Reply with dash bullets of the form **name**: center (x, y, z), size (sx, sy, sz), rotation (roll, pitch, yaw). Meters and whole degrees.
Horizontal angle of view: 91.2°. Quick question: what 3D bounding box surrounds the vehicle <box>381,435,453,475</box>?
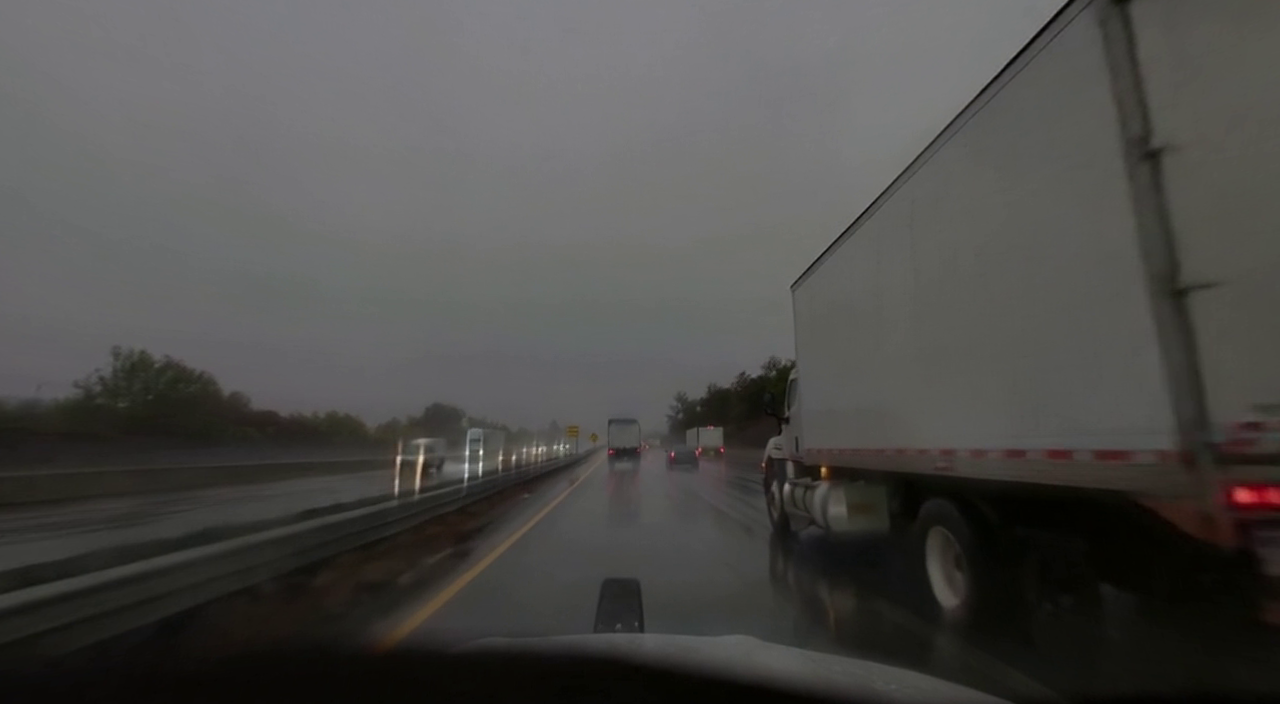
- **vehicle**: center (-14.019, 6.499, 39.802), size (2.425, 2.339, 5.273), rotation (-1, -9, 2)

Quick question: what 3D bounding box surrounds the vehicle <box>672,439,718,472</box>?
- **vehicle**: center (2.872, 5.502, 33.422), size (2.127, 1.642, 3.899), rotation (0, -9, 1)

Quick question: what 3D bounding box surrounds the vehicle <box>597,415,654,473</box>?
- **vehicle**: center (-0.624, 4.855, 33.070), size (2.506, 2.743, 6.093), rotation (-1, -9, 3)

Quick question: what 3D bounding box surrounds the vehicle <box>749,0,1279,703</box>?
- **vehicle**: center (3.846, 0.489, 7.588), size (2.972, 4.007, 10.643), rotation (0, -9, -1)
